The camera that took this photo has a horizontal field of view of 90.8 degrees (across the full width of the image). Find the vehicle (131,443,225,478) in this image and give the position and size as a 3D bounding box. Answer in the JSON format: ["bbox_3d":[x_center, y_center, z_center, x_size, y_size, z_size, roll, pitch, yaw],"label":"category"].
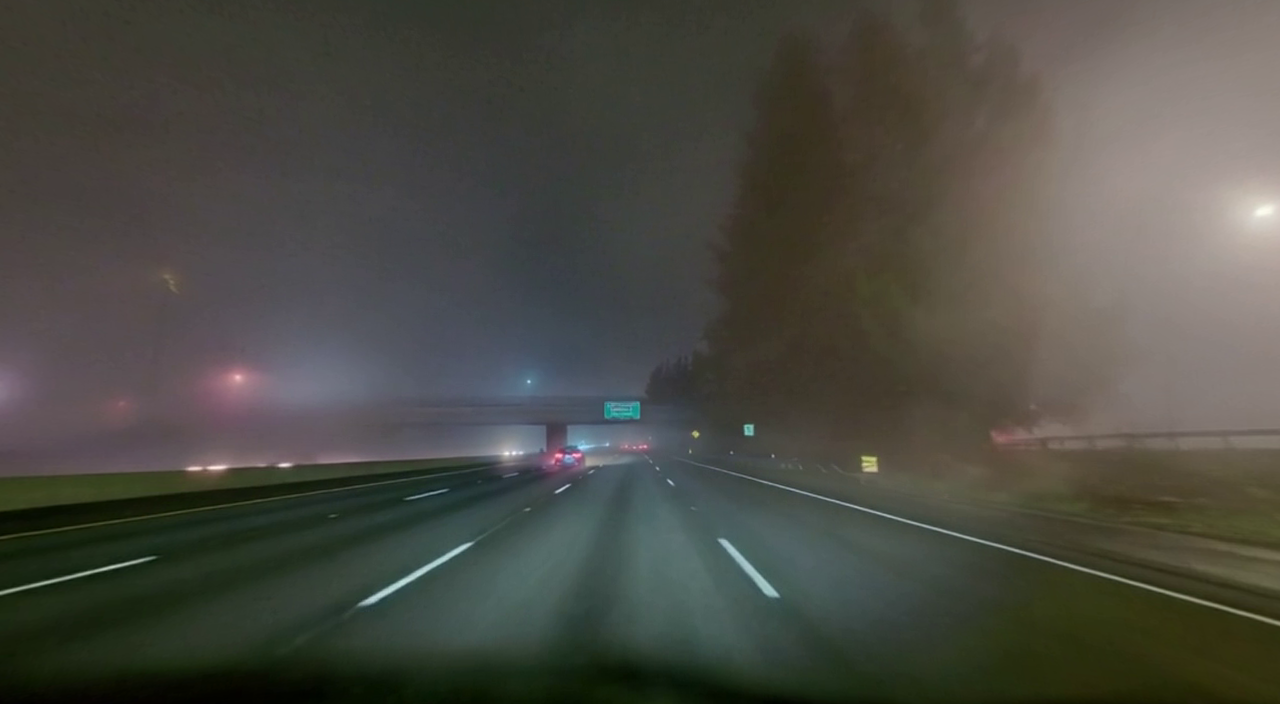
[{"bbox_3d":[-20.569,4.842,28.309,1.593,1.407,3.388,-2,-9,1],"label":"vehicle"}]

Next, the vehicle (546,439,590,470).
[{"bbox_3d":[-4.277,6.167,38.238,2.102,1.727,4.704,0,-9,0],"label":"vehicle"}]

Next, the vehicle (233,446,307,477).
[{"bbox_3d":[-16.810,4.971,28.861,1.416,1.312,3.200,0,-9,1],"label":"vehicle"}]
